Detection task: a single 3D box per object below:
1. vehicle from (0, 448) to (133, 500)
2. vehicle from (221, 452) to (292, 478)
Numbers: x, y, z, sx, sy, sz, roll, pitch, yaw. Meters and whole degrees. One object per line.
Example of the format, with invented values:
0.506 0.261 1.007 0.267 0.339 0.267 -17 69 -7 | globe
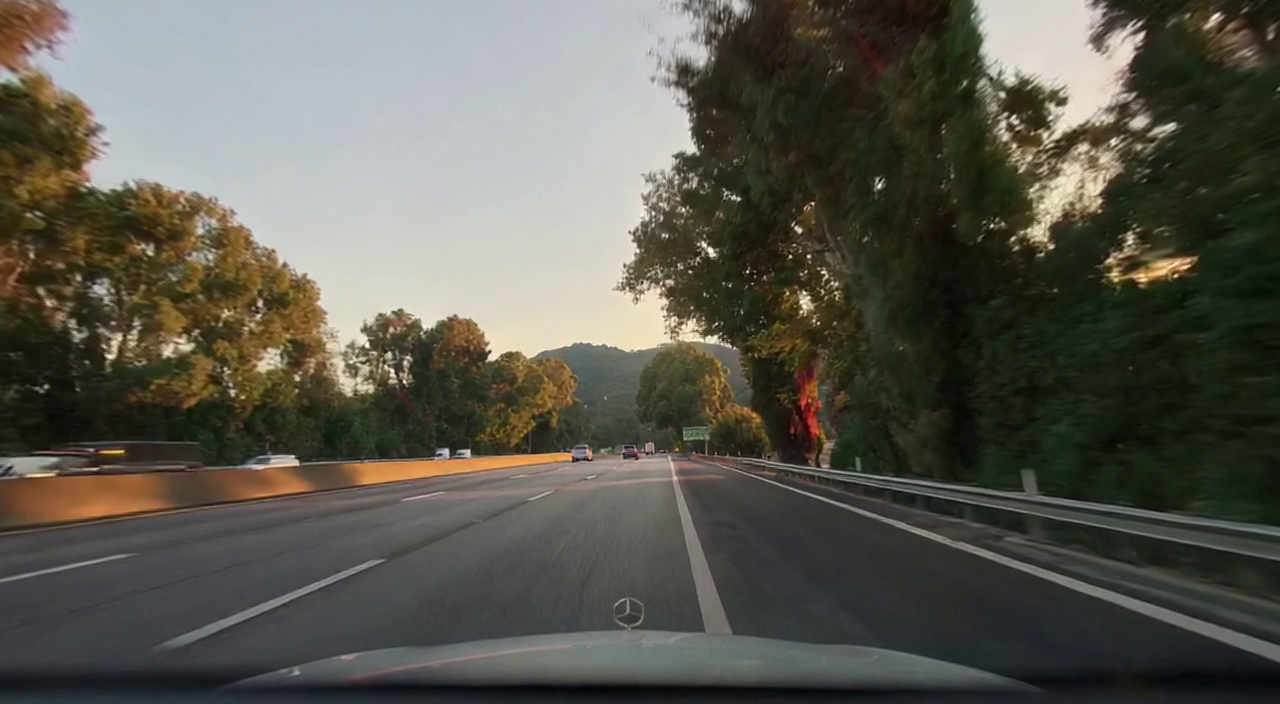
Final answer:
-39.678 8.041 42.495 2.804 3.028 9.309 0 -8 2 | vehicle
-23.929 7.061 39.403 1.710 1.457 4.093 0 -8 3 | vehicle
